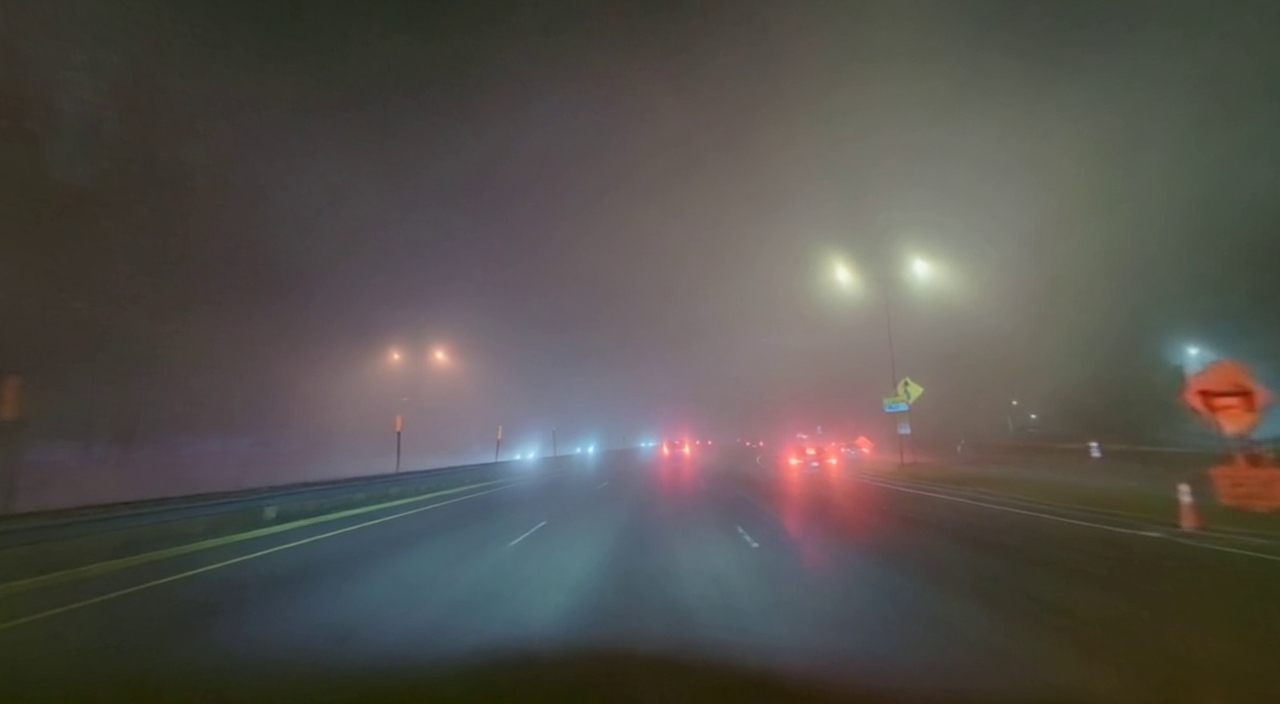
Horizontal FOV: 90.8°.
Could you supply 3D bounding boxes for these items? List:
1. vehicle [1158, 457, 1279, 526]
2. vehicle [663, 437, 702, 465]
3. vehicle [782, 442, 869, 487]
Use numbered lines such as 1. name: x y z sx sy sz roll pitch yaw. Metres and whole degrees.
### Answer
1. vehicle: 11.818 2.248 10.186 3.503 1.020 4.269 -1 -9 5
2. vehicle: 2.806 6.388 40.779 2.201 1.676 4.541 -1 -8 7
3. vehicle: 6.628 4.045 23.067 2.044 1.474 4.083 0 -8 2
